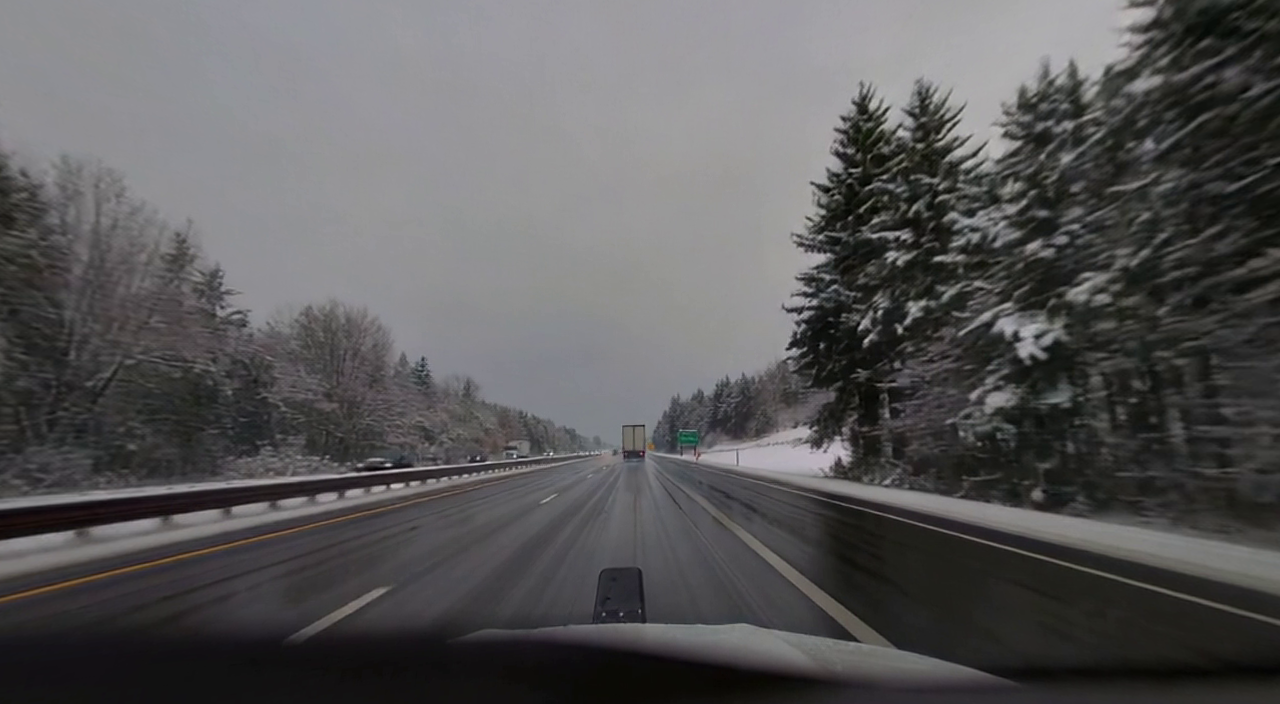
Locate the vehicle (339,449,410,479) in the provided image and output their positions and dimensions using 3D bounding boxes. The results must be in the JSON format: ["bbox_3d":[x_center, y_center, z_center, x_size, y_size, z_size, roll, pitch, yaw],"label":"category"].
[{"bbox_3d":[-14.330,6.042,34.301,2.014,1.530,4.306,0,-9,-1],"label":"vehicle"}]
